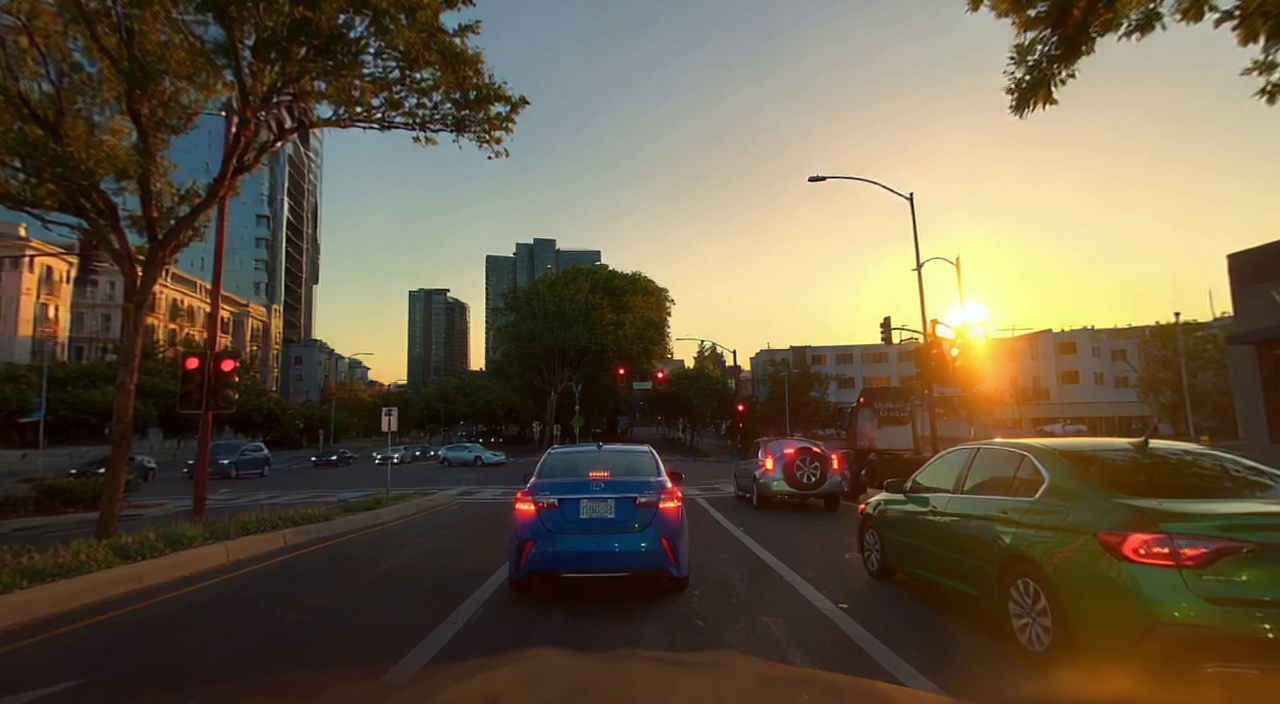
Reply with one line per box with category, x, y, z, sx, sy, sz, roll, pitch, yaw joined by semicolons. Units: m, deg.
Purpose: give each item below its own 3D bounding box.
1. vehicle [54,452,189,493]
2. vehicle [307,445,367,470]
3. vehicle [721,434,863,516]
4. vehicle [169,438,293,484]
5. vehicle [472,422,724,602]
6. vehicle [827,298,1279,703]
vehicle;-21.175;4.910;26.092;1.859;1.473;4.400;0;-8;-1
vehicle;-21.559;7.480;45.123;1.935;1.701;4.590;0;-8;1
vehicle;3.182;2.670;14.298;2.026;1.549;4.559;0;-8;-1
vehicle;-17.987;4.805;28.155;2.295;1.858;4.748;0;-8;0
vehicle;-0.374;1.652;7.388;2.143;1.520;3.848;0;-8;-1
vehicle;3.583;1.104;5.060;2.572;1.945;5.065;0;-8;0
